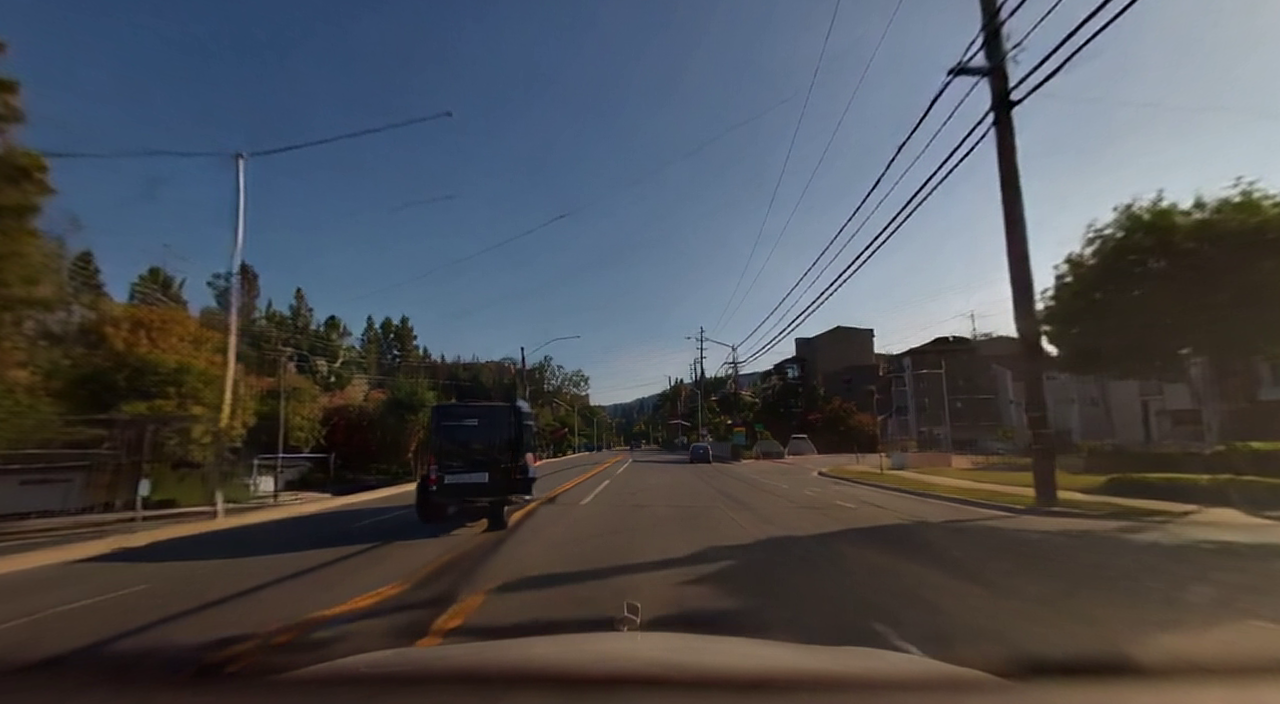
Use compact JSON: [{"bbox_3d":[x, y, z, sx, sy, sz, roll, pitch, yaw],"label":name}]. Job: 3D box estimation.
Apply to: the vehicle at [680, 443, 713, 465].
[{"bbox_3d":[3.928,7.217,44.681,2.015,1.467,4.117,0,-9,0],"label":"vehicle"}]
